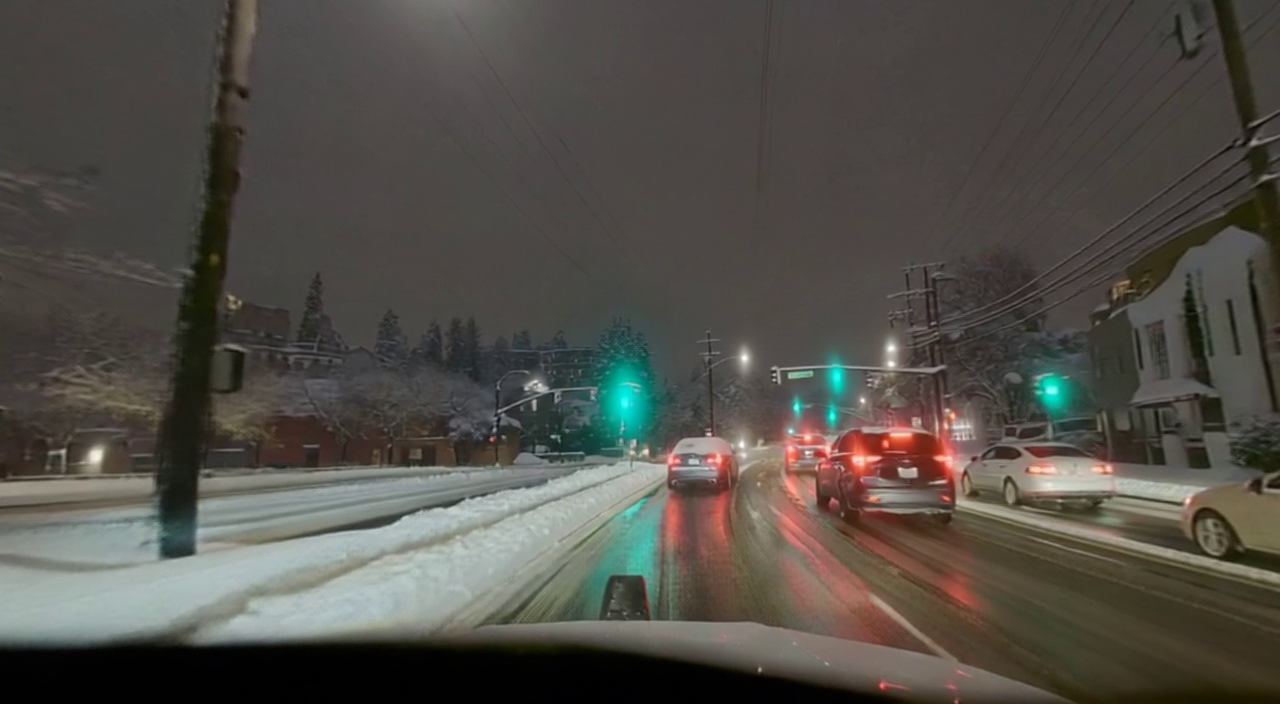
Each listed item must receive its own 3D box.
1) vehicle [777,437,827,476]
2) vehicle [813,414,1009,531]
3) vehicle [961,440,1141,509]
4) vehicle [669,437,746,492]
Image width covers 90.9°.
[{"bbox_3d":[7.305,4.726,28.694,1.896,1.612,4.203,-1,-9,11],"label":"vehicle"},{"bbox_3d":[4.902,2.246,12.352,2.119,1.810,4.848,-1,-9,6],"label":"vehicle"},{"bbox_3d":[10.113,3.004,16.042,1.882,1.463,4.543,-1,-9,6],"label":"vehicle"},{"bbox_3d":[2.238,3.494,19.952,2.168,1.527,4.174,-1,-9,9],"label":"vehicle"}]
